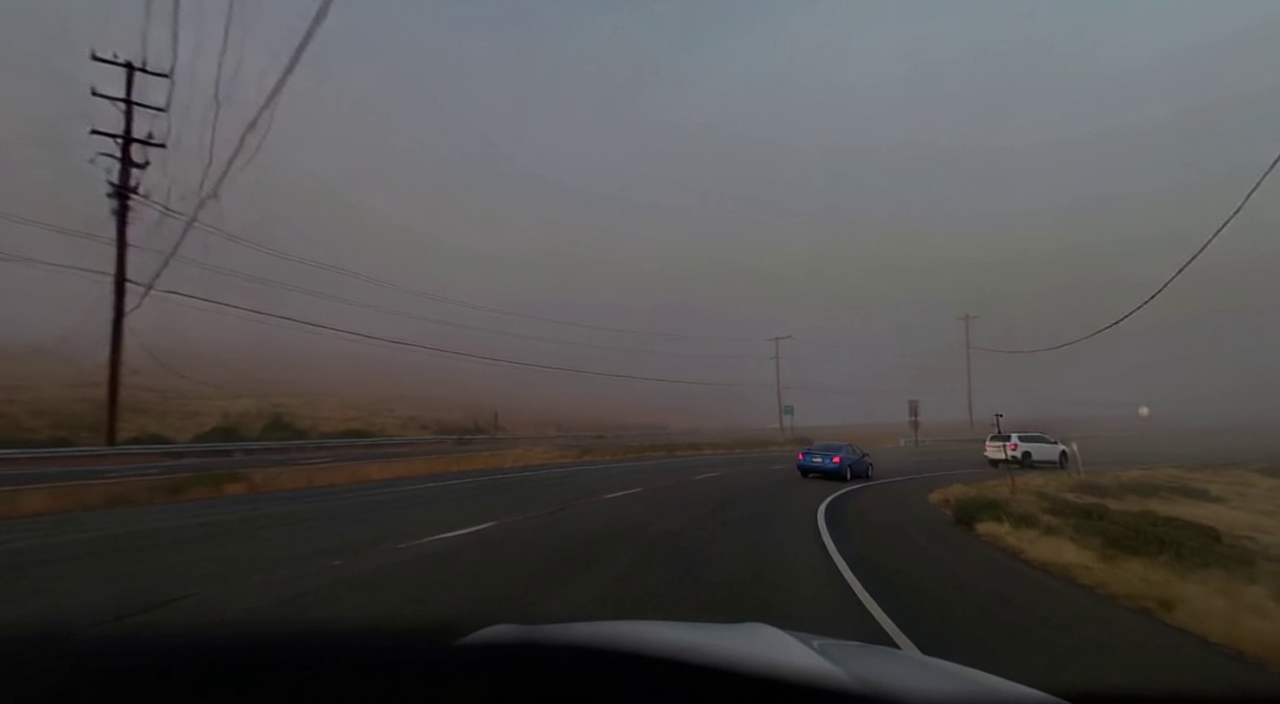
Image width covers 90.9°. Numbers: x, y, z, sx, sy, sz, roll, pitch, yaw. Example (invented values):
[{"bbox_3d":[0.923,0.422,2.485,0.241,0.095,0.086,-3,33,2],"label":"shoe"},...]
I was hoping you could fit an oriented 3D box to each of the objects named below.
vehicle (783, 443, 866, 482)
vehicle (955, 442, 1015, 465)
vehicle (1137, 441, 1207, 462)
[{"bbox_3d":[7.572,4.408,25.598,2.026,1.407,4.374,-6,-10,32],"label":"vehicle"},{"bbox_3d":[23.033,6.751,42.050,4.307,1.465,1.836,6,-11,-37],"label":"vehicle"},{"bbox_3d":[41.362,7.700,49.022,4.102,1.552,1.931,2,-9,-13],"label":"vehicle"}]
